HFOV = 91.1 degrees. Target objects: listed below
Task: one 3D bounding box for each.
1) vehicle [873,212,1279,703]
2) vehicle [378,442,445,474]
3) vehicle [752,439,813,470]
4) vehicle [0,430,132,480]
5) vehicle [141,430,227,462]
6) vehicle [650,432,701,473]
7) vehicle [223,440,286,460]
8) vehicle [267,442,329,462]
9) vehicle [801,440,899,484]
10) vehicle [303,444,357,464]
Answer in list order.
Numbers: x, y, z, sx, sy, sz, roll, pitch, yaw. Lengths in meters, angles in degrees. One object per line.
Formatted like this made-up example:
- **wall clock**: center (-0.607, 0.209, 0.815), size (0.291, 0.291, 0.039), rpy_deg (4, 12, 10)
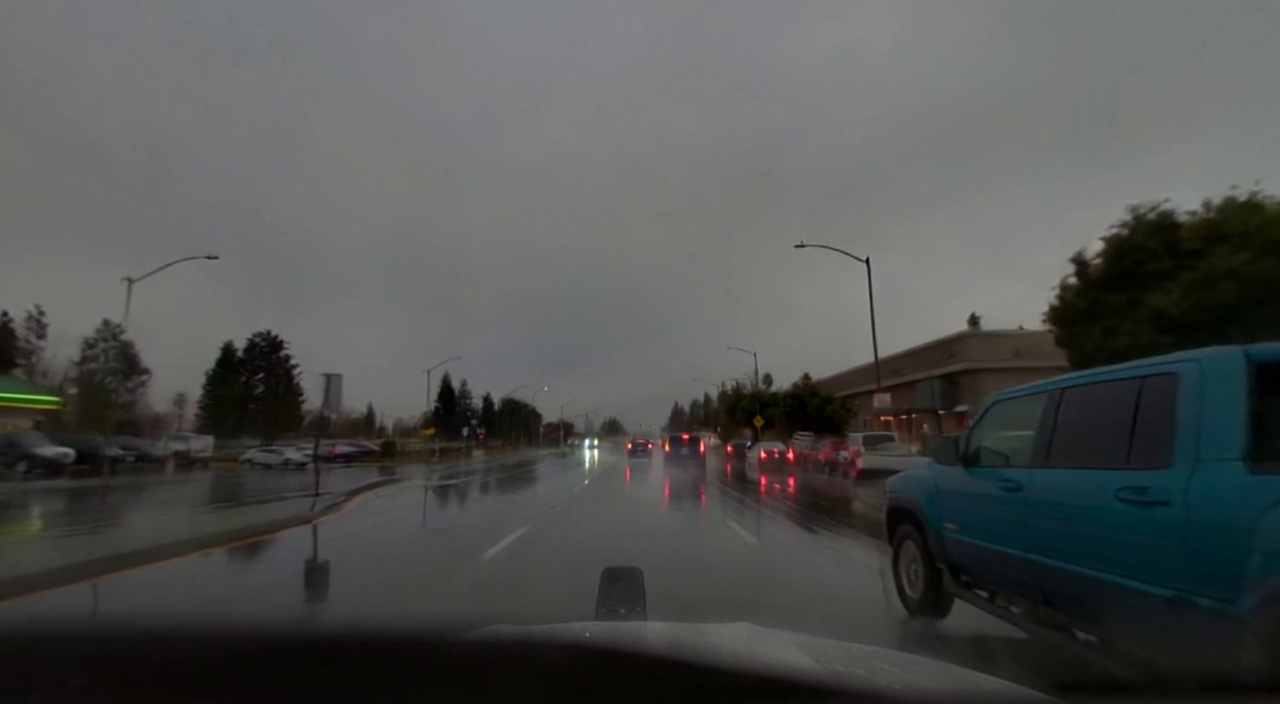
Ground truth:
- **vehicle**: center (3.057, 0.713, 2.797), size (2.246, 1.963, 4.777), rpy_deg (0, -8, 1)
- **vehicle**: center (-11.438, 5.330, 31.720), size (1.942, 1.473, 4.506), rpy_deg (1, -8, -4)
- **vehicle**: center (7.441, 5.417, 33.281), size (2.055, 1.508, 4.782), rpy_deg (0, -8, 0)
- **vehicle**: center (-25.714, 4.501, 27.653), size (2.086, 1.967, 5.297), rpy_deg (0, -8, 1)
- **vehicle**: center (-30.719, 6.401, 42.546), size (2.042, 1.901, 5.209), rpy_deg (-3, -10, -1)
- **vehicle**: center (1.703, 4.958, 31.210), size (2.317, 1.857, 5.150), rpy_deg (0, -8, 2)
- **vehicle**: center (-30.100, 7.684, 49.181), size (1.949, 1.466, 4.654), rpy_deg (0, -8, 1)
- **vehicle**: center (-26.934, 7.897, 49.701), size (1.929, 1.537, 5.124), rpy_deg (0, -8, 2)
- **vehicle**: center (7.474, 3.947, 22.852), size (1.966, 1.416, 4.589), rpy_deg (0, -8, 0)
- **vehicle**: center (-24.259, 7.980, 49.308), size (1.822, 1.466, 4.445), rpy_deg (0, -9, 2)
